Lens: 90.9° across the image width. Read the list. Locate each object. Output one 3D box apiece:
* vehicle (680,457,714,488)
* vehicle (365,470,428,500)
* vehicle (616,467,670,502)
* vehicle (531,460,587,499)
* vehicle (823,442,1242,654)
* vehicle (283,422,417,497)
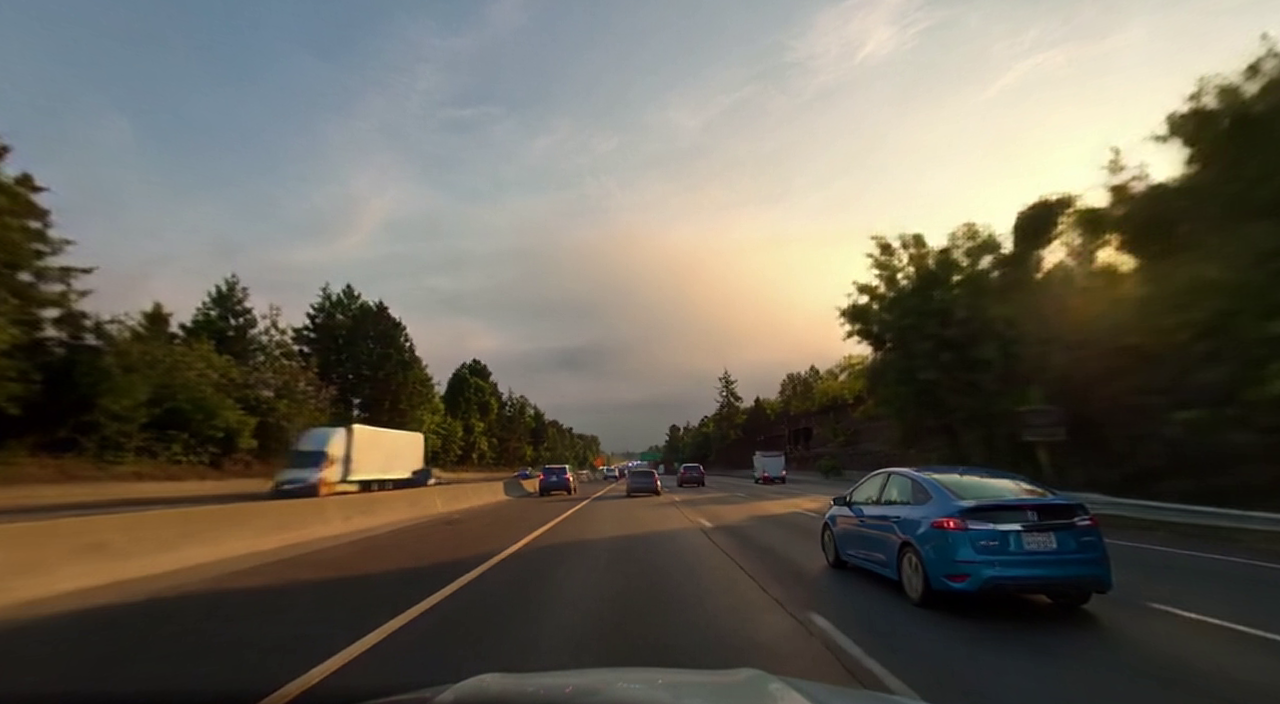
[{"bbox_3d":[4.138,8.832,46.338,2.030,2.172,3.621,1,-10,-1],"label":"vehicle"},{"bbox_3d":[-12.328,6.750,32.175,1.667,1.424,3.762,1,-10,0],"label":"vehicle"},{"bbox_3d":[0.142,5.877,28.259,2.241,1.425,3.973,0,-10,0],"label":"vehicle"},{"bbox_3d":[-3.816,6.125,30.471,2.021,1.706,4.247,0,-10,1],"label":"vehicle"},{"bbox_3d":[3.520,1.829,6.712,1.938,1.561,3.786,1,-10,-1],"label":"vehicle"},{"bbox_3d":[-16.230,6.261,36.383,2.875,3.702,9.671,0,-10,1],"label":"vehicle"}]
